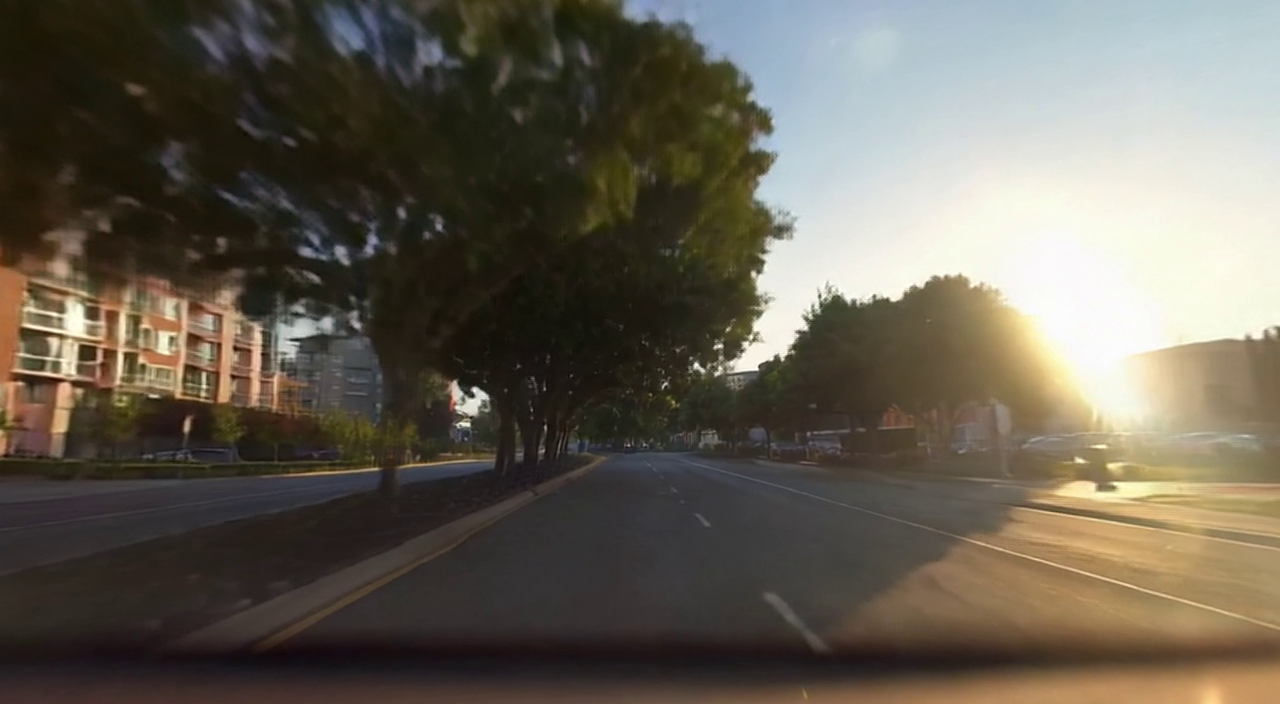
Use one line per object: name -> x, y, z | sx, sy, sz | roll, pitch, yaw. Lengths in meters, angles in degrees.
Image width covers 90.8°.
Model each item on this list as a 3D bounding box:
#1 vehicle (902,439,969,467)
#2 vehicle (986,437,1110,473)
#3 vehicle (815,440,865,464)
vehicle -> 18.719, 6.456, 40.302 | 1.947, 1.667, 4.347 | 1, -9, -3
vehicle -> 20.160, 5.122, 31.380 | 4.661, 1.710, 2.127 | 0, -9, -1
vehicle -> 15.421, 7.735, 48.936 | 2.006, 1.683, 4.643 | 1, -9, -4
